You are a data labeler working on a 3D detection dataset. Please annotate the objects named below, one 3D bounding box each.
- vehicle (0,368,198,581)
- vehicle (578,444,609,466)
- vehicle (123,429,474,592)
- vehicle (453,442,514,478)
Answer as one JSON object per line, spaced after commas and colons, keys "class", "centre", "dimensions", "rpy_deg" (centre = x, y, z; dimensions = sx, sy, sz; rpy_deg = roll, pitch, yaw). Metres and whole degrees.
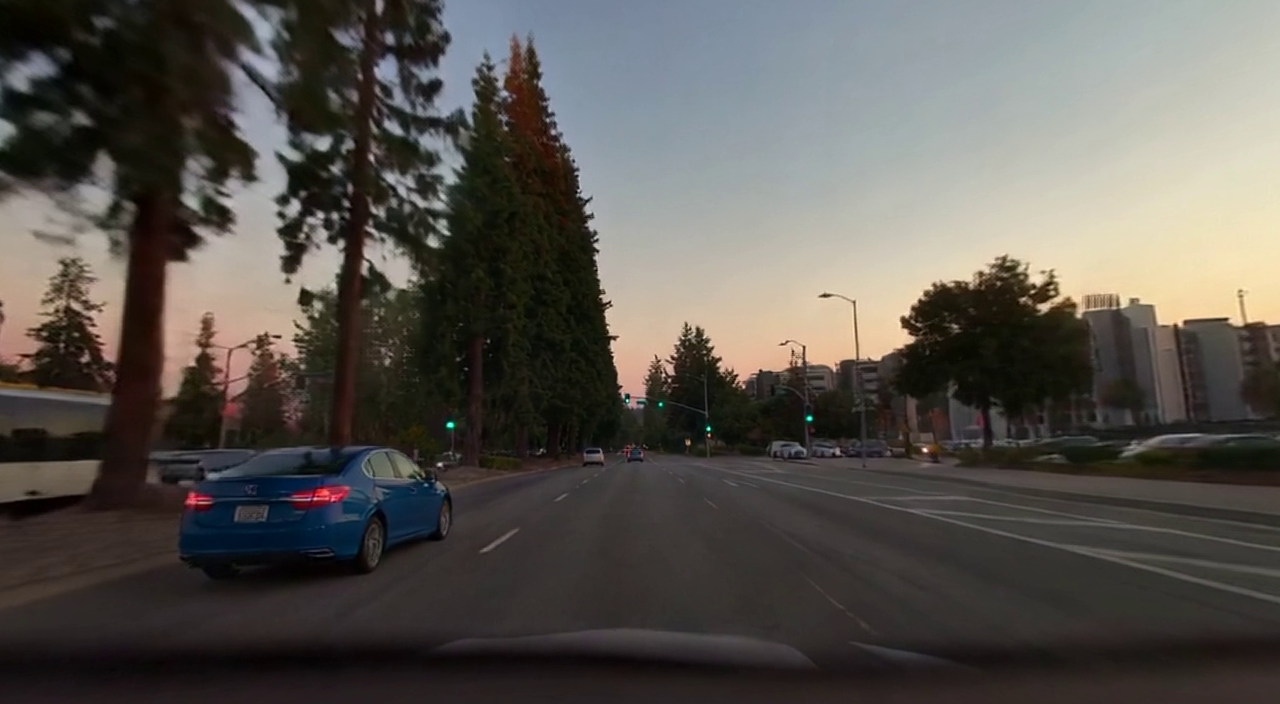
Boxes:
{"class": "vehicle", "centre": [-7.319, 1.117, 5.680], "dimensions": [2.274, 2.040, 6.031], "rpy_deg": [0, -9, 0]}
{"class": "vehicle", "centre": [-3.577, 8.056, 49.492], "dimensions": [2.103, 1.592, 4.160], "rpy_deg": [0, -9, 0]}
{"class": "vehicle", "centre": [-3.612, 1.739, 7.845], "dimensions": [1.905, 1.418, 4.396], "rpy_deg": [0, -9, 0]}
{"class": "vehicle", "centre": [-7.737, 5.371, 31.614], "dimensions": [1.964, 1.627, 4.147], "rpy_deg": [0, -9, 0]}
